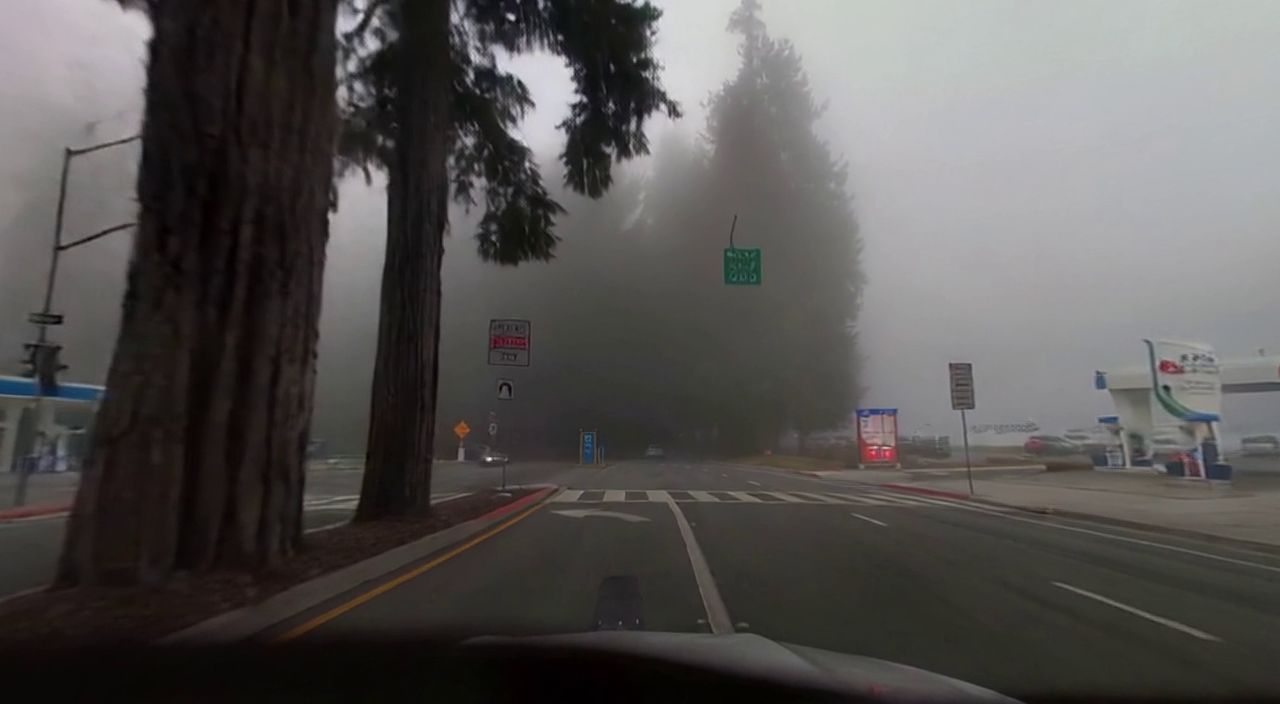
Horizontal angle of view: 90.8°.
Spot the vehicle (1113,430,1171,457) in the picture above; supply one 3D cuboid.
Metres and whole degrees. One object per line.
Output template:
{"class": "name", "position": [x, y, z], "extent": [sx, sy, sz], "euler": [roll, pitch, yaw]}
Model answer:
{"class": "vehicle", "position": [31.236, 5.680, 39.258], "extent": [4.355, 1.561, 2.103], "euler": [8, -11, -44]}

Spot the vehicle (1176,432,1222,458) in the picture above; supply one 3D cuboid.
{"class": "vehicle", "position": [33.081, 5.482, 37.326], "extent": [1.771, 1.422, 3.931], "euler": [-8, -11, 43]}

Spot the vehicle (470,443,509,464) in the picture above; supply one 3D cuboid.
{"class": "vehicle", "position": [-11.371, 7.704, 48.009], "extent": [1.909, 1.469, 4.370], "euler": [0, -8, 0]}

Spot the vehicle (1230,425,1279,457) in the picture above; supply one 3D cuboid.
{"class": "vehicle", "position": [35.259, 5.108, 36.138], "extent": [1.912, 1.684, 3.928], "euler": [-8, -12, 43]}

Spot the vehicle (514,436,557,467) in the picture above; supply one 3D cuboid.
{"class": "vehicle", "position": [-6.384, 6.131, 39.158], "extent": [1.987, 1.747, 4.545], "euler": [0, -8, -1]}

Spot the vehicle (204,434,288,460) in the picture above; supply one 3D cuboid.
{"class": "vehicle", "position": [-28.401, 6.828, 45.598], "extent": [4.938, 1.778, 1.954], "euler": [6, -10, -36]}

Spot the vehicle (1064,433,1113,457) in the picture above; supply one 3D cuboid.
{"class": "vehicle", "position": [29.415, 6.080, 41.346], "extent": [1.815, 1.480, 4.406], "euler": [-8, -12, 44]}

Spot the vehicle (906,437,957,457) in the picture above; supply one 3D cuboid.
{"class": "vehicle", "position": [22.475, 7.300, 48.624], "extent": [4.557, 1.434, 1.916], "euler": [8, -12, -43]}
